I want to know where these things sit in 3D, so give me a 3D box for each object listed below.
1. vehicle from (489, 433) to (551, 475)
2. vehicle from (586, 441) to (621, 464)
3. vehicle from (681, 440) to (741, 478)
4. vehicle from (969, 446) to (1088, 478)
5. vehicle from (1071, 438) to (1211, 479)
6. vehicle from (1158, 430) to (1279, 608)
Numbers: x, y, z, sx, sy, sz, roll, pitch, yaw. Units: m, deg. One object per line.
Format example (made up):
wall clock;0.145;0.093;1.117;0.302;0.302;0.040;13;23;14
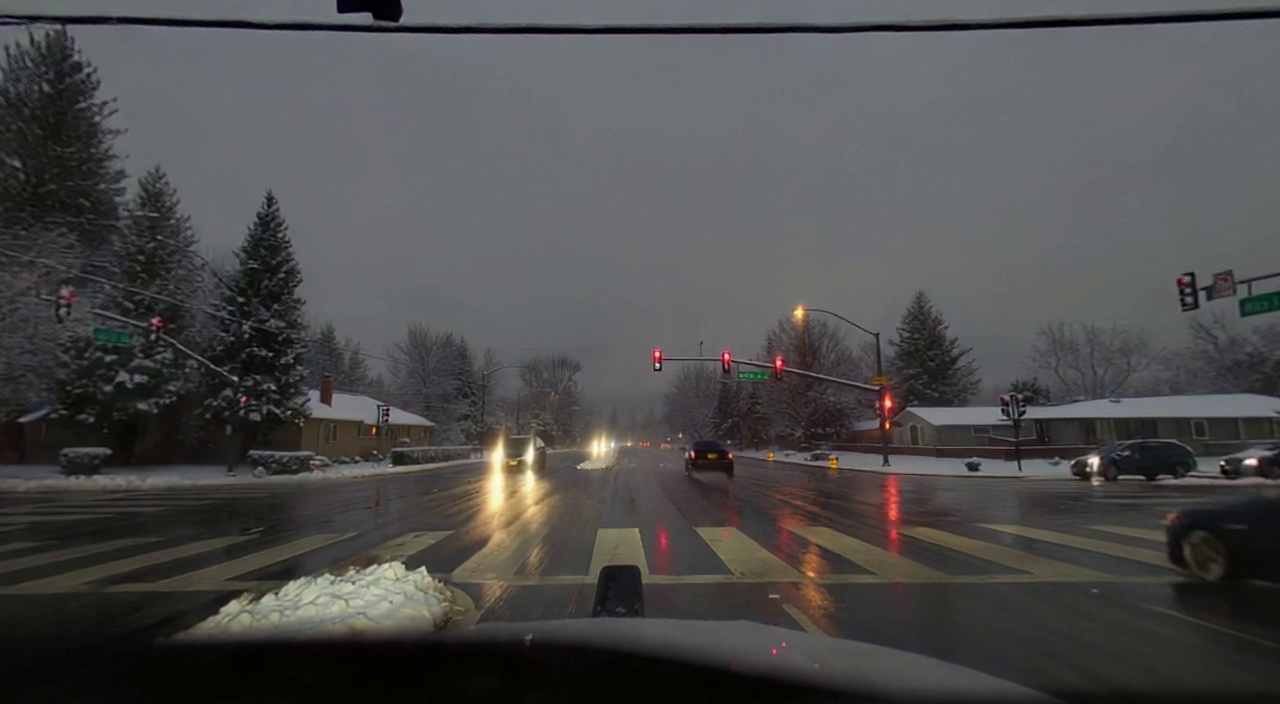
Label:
vehicle;-5.284;4.564;28.452;2.025;1.704;4.104;0;-9;-1
vehicle;-2.400;6.713;42.282;2.045;1.484;3.991;0;-9;0
vehicle;2.940;4.511;26.993;1.947;1.467;4.455;0;-9;-1
vehicle;19.732;5.607;32.240;4.874;1.544;1.779;0;-9;1
vehicle;23.496;4.990;29.745;4.807;1.835;2.033;0;-9;-1
vehicle;6.325;1.275;4.387;1.961;1.494;4.438;-1;-9;5
